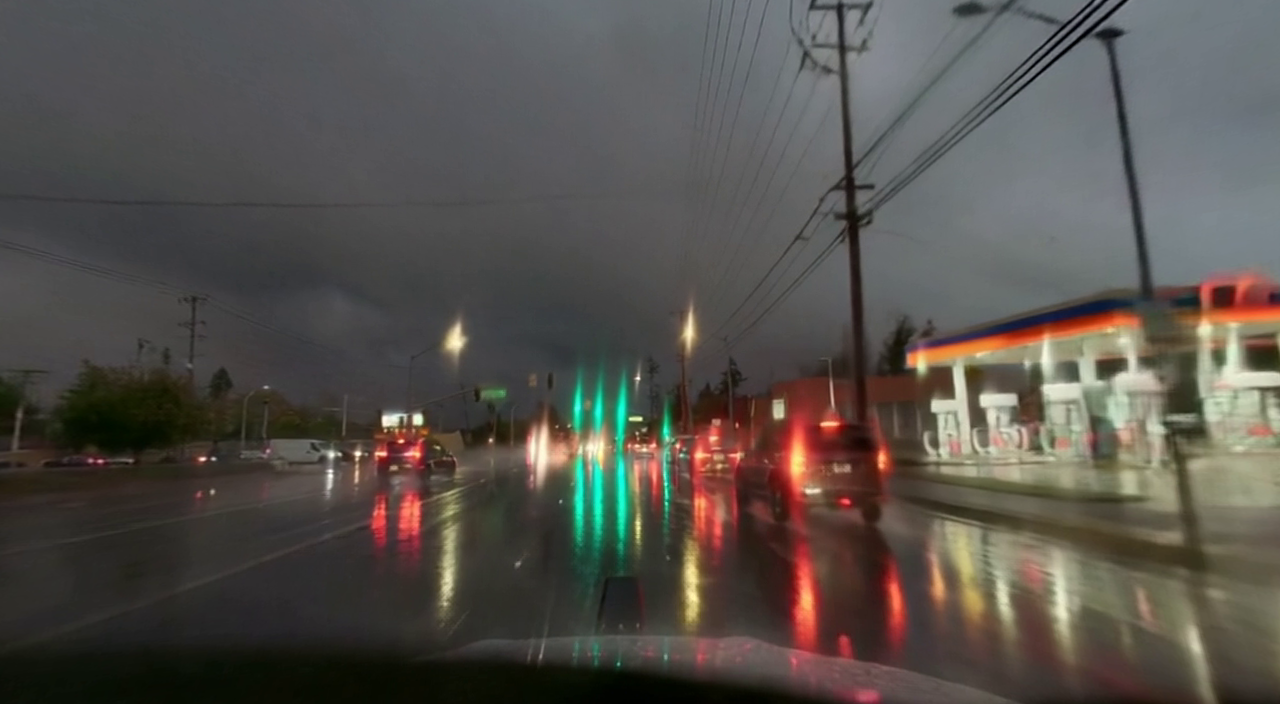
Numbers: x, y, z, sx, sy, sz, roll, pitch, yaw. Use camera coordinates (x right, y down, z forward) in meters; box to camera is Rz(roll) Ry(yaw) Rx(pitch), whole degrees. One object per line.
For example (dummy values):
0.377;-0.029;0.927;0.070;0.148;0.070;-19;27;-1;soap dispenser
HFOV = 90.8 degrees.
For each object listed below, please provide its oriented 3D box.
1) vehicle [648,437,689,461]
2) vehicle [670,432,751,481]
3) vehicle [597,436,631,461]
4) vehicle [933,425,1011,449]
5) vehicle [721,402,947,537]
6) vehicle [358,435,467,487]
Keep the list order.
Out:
1.762;6.211;40.458;2.208;1.436;4.542;0;-8;-3;vehicle
2.292;3.548;21.663;1.945;1.470;4.363;0;-8;-4;vehicle
-1.662;6.123;40.100;2.065;1.484;3.894;0;-8;-3;vehicle
22.521;5.830;43.095;1.934;1.570;5.073;1;-9;-10;vehicle
2.990;1.966;11.196;2.124;1.824;4.973;0;-8;-4;vehicle
-7.070;3.421;20.184;2.075;1.470;4.190;0;-8;-3;vehicle
